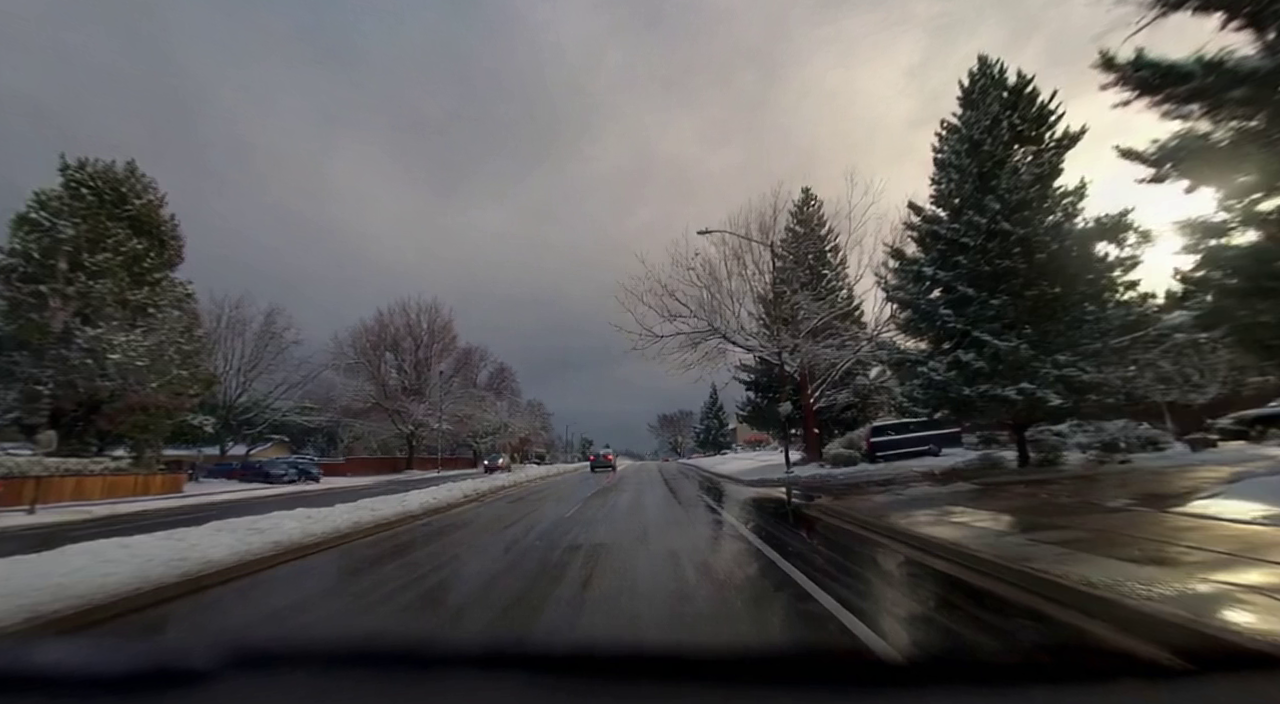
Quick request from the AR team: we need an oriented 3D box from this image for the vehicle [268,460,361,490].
[{"bbox_3d":[-19.538,7.374,37.956,4.553,1.681,1.931,-1,-8,3],"label":"vehicle"}]
